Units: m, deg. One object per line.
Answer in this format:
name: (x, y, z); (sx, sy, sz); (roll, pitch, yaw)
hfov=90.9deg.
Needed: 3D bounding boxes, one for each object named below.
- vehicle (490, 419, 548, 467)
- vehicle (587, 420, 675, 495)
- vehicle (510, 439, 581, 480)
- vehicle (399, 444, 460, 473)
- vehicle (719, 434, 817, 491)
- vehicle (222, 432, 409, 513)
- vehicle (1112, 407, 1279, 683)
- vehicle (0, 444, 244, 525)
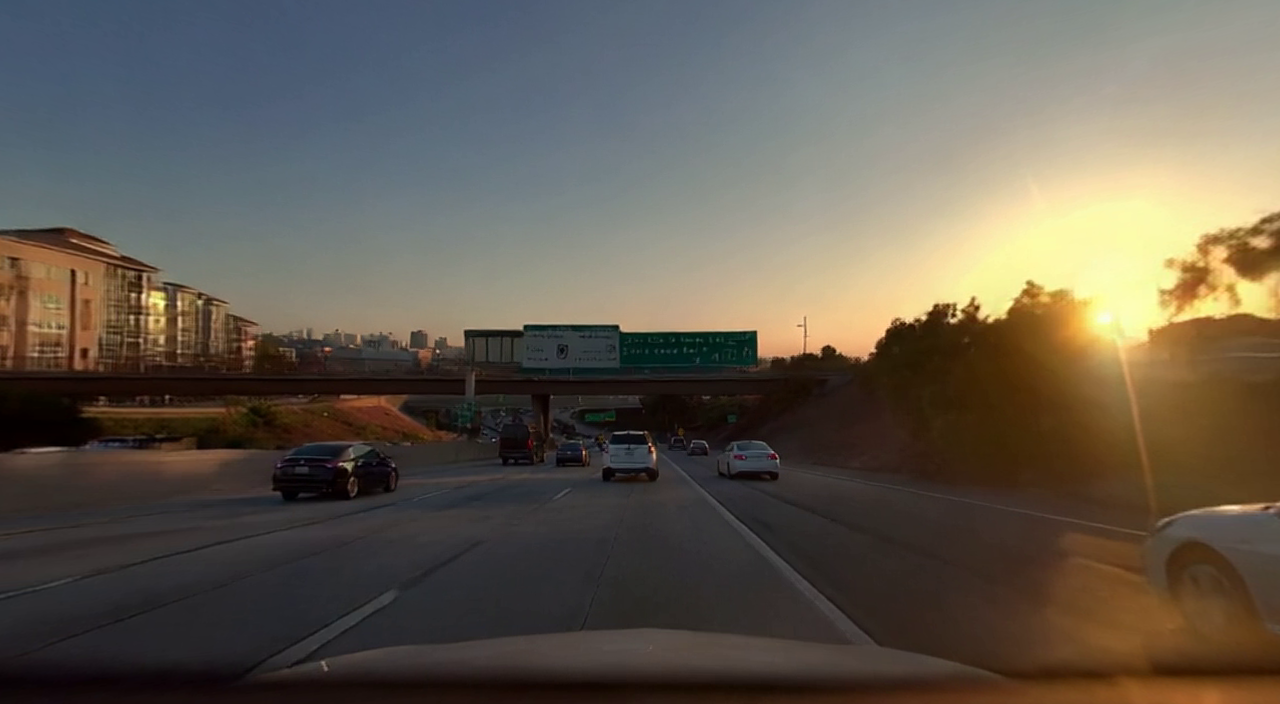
vehicle: (-7.643, 5.873, 40.686); (2.358, 2.817, 7.055); (0, -8, 0)
vehicle: (-0.236, 2.988, 18.195); (2.209, 1.863, 4.626); (0, -8, 0)
vehicle: (-3.715, 4.305, 25.614); (2.079, 1.499, 4.512); (0, -8, 1)
vehicle: (-11.371, 5.747, 34.273); (1.923, 1.480, 3.905); (0, -8, 1)
vehicle: (3.688, 3.261, 19.031); (1.942, 1.487, 4.518); (0, -8, -1)
vehicle: (-7.402, 2.773, 15.046); (2.021, 1.632, 4.417); (0, -8, 1)
vehicle: (4.455, 0.875, 2.269); (1.915, 1.482, 4.537); (0, -8, -1)
vehicle: (-11.155, 2.746, 13.784); (1.970, 1.441, 4.555); (0, -8, 1)
